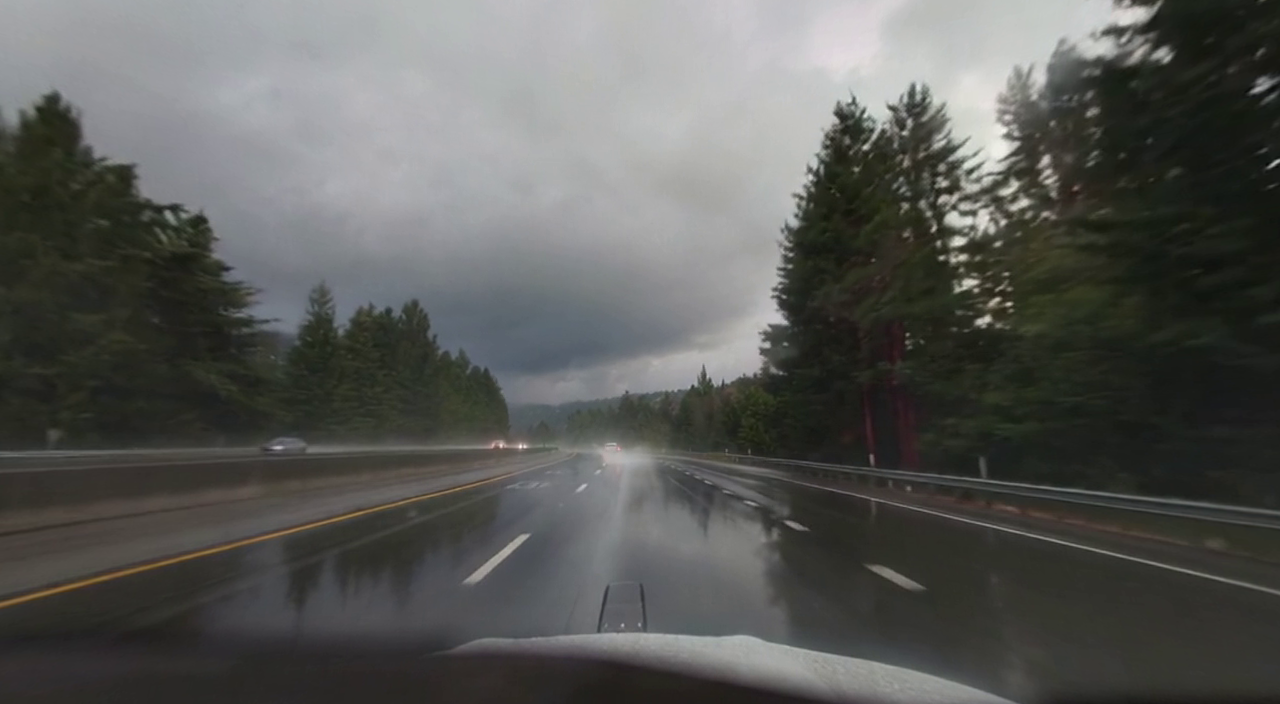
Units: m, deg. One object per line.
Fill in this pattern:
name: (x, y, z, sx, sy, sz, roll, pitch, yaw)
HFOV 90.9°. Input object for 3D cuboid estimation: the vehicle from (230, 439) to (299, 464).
vehicle: (-22.925, 6.087, 38.657, 1.781, 1.454, 4.103, 0, -9, -2)
